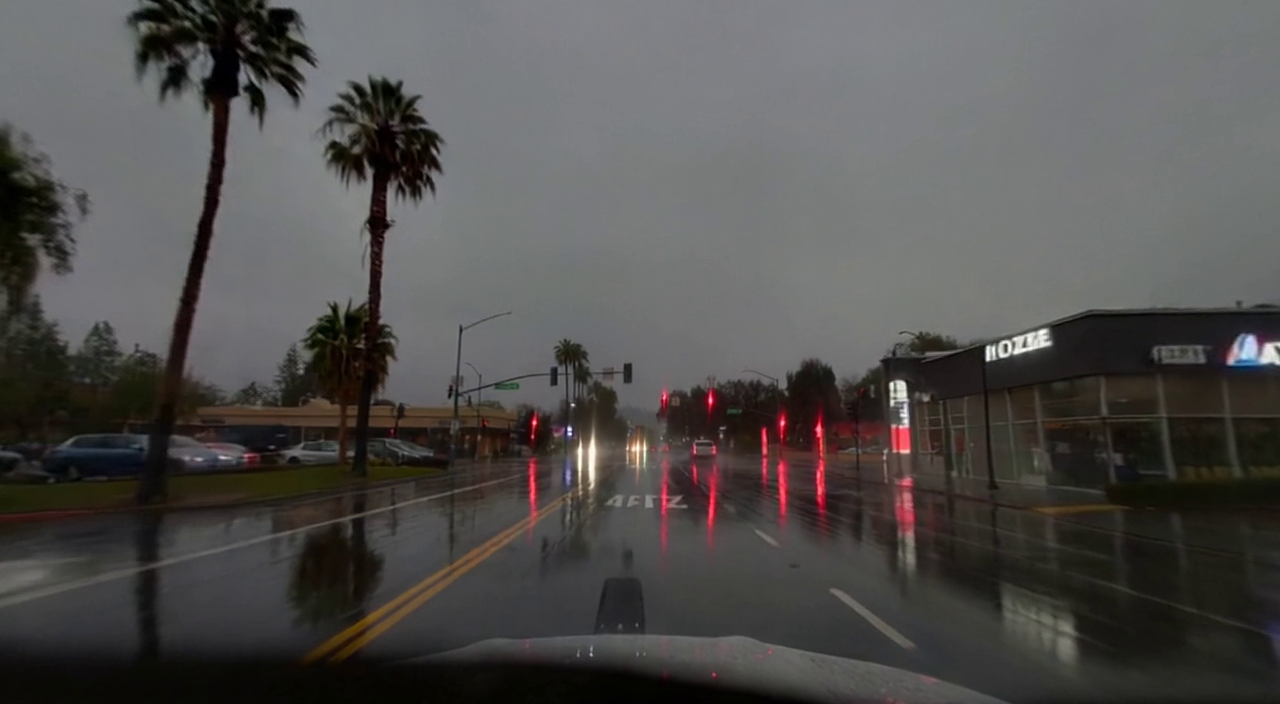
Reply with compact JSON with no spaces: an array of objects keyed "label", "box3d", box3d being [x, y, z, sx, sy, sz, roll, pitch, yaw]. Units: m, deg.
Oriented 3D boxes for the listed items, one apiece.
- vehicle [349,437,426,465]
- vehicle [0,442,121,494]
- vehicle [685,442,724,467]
[{"label":"vehicle","box3d":[-19.326,7.596,48.296,4.901,2.064,2.296,0,-8,1]},{"label":"vehicle","box3d":[-18.491,3.415,18.745,4.277,1.453,1.913,0,-9,-1]},{"label":"vehicle","box3d":[4.165,6.701,41.372,2.065,1.507,4.225,0,-9,-1]}]
